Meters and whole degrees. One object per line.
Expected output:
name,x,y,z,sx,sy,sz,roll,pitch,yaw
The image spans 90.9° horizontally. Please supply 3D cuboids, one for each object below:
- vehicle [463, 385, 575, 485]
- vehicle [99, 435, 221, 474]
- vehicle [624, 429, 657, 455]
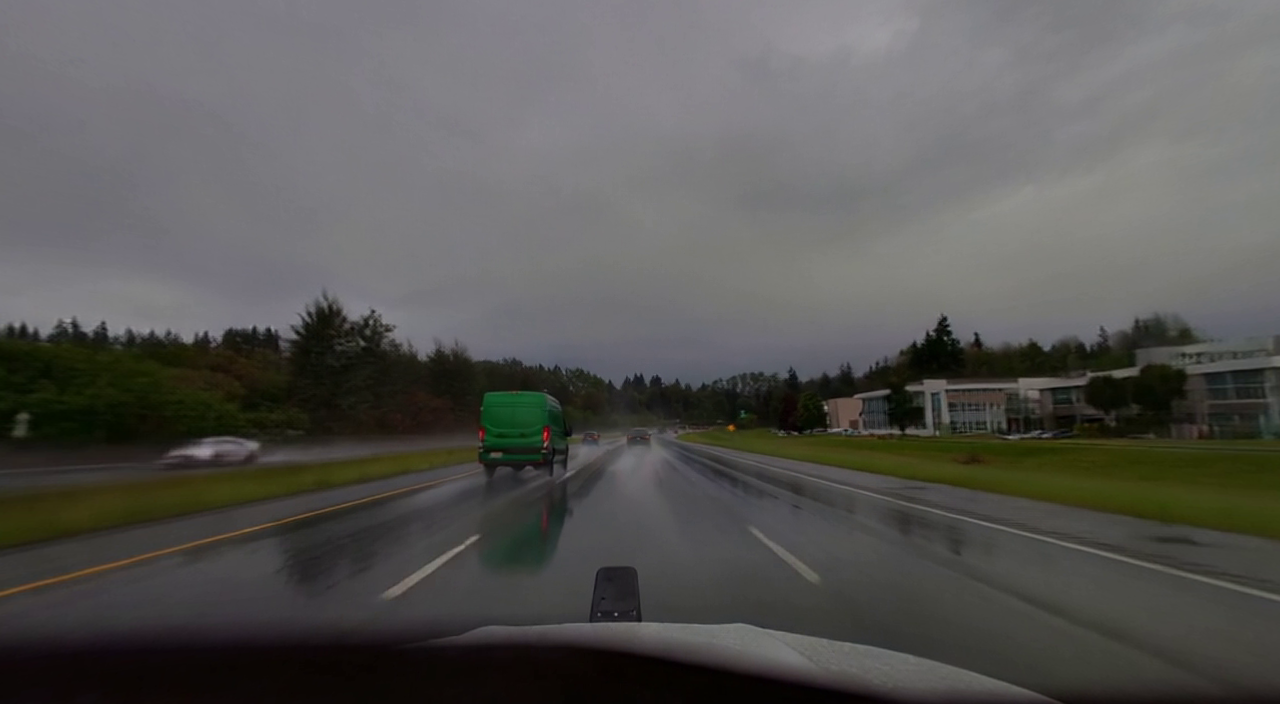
vehicle,-3.448,2.559,19.406,2.424,2.577,5.828,0,-8,-1
vehicle,-20.826,4.445,27.626,1.924,1.562,4.340,0,-8,0
vehicle,0.007,6.157,43.075,2.104,1.646,4.176,0,-8,-1
